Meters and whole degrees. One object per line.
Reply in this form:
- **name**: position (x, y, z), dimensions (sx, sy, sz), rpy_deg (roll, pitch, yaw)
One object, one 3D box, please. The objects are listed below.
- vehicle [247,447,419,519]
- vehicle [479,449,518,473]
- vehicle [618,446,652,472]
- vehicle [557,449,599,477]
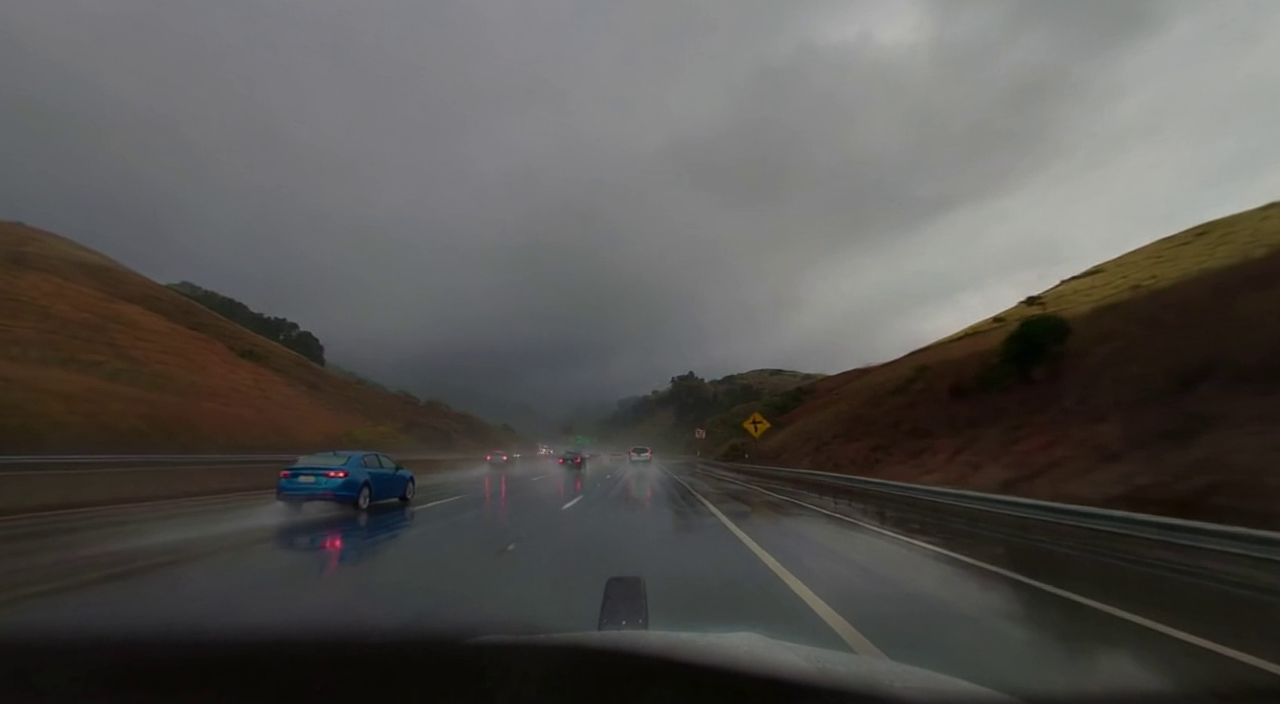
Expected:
- **vehicle**: position (-7.153, 3.059, 15.309), dimensions (1.991, 1.441, 4.265), rpy_deg (0, -8, 1)
- **vehicle**: position (-11.060, 8.553, 49.730), dimensions (2.025, 1.750, 4.505), rpy_deg (0, -8, 0)
- **vehicle**: position (-0.356, 7.399, 43.779), dimensions (2.225, 1.674, 4.044), rpy_deg (0, -8, -1)
- **vehicle**: position (-3.708, 6.703, 38.391), dimensions (2.144, 1.505, 4.649), rpy_deg (0, -8, -1)
